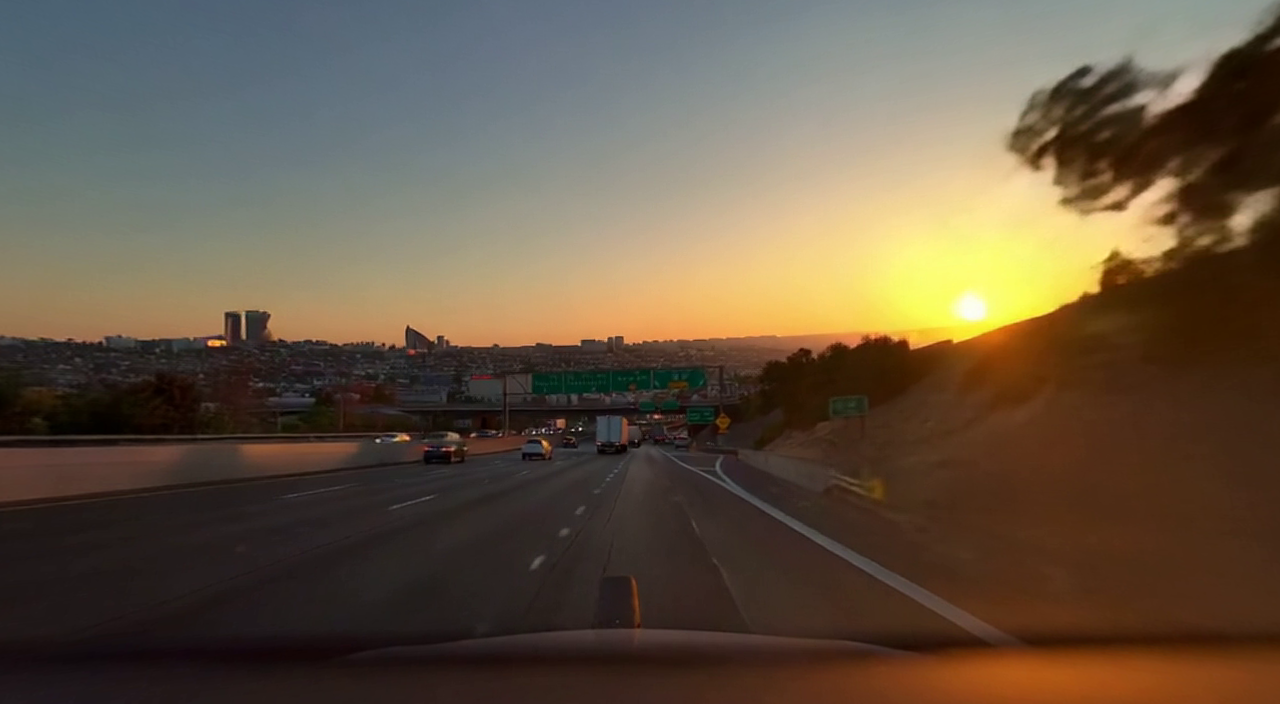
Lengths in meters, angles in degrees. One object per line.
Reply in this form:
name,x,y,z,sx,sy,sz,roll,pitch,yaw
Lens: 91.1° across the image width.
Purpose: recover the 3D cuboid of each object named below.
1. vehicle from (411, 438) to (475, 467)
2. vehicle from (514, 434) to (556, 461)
vehicle,-10.289,5.251,33.168,1.976,1.413,4.088,0,-7,1
vehicle,-6.741,6.154,40.704,1.979,1.646,4.096,0,-7,0
